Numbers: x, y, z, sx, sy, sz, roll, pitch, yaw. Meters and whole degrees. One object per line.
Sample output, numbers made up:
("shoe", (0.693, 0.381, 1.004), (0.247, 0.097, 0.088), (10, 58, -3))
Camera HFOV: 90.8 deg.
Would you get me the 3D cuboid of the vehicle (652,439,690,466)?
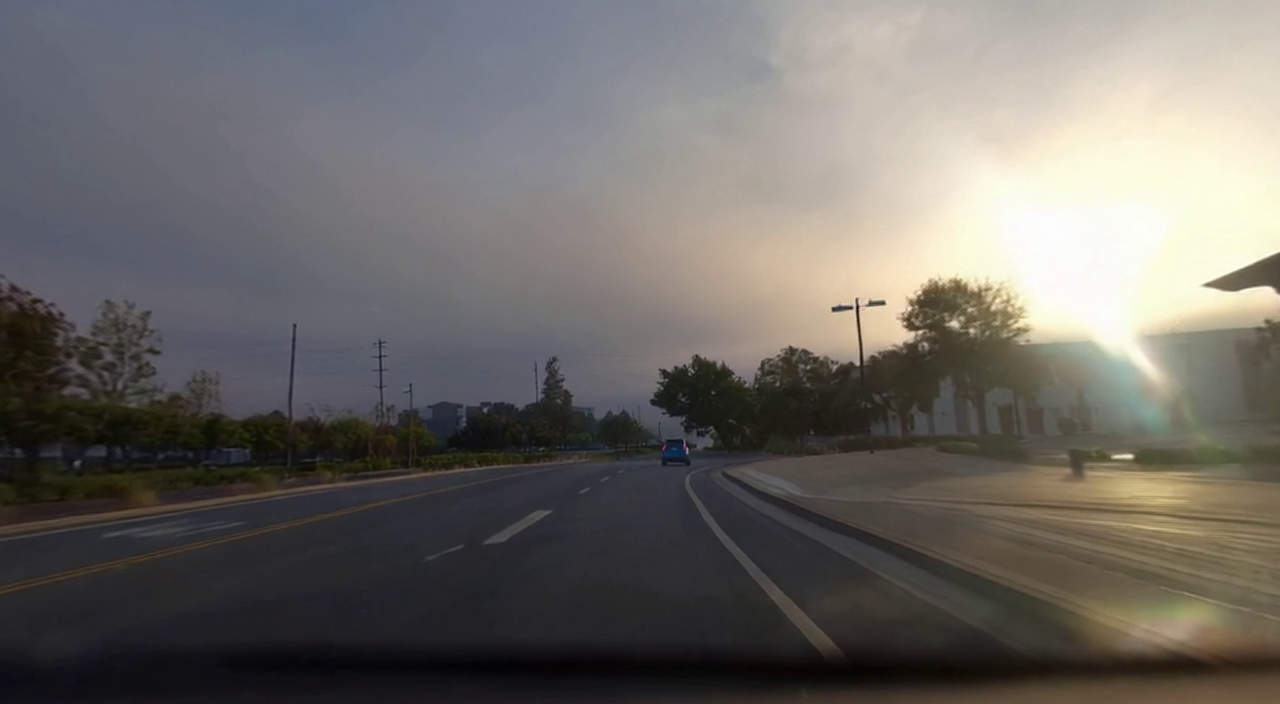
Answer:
("vehicle", (2.215, 7.060, 44.399), (2.370, 1.781, 4.440), (-1, -9, 6))
